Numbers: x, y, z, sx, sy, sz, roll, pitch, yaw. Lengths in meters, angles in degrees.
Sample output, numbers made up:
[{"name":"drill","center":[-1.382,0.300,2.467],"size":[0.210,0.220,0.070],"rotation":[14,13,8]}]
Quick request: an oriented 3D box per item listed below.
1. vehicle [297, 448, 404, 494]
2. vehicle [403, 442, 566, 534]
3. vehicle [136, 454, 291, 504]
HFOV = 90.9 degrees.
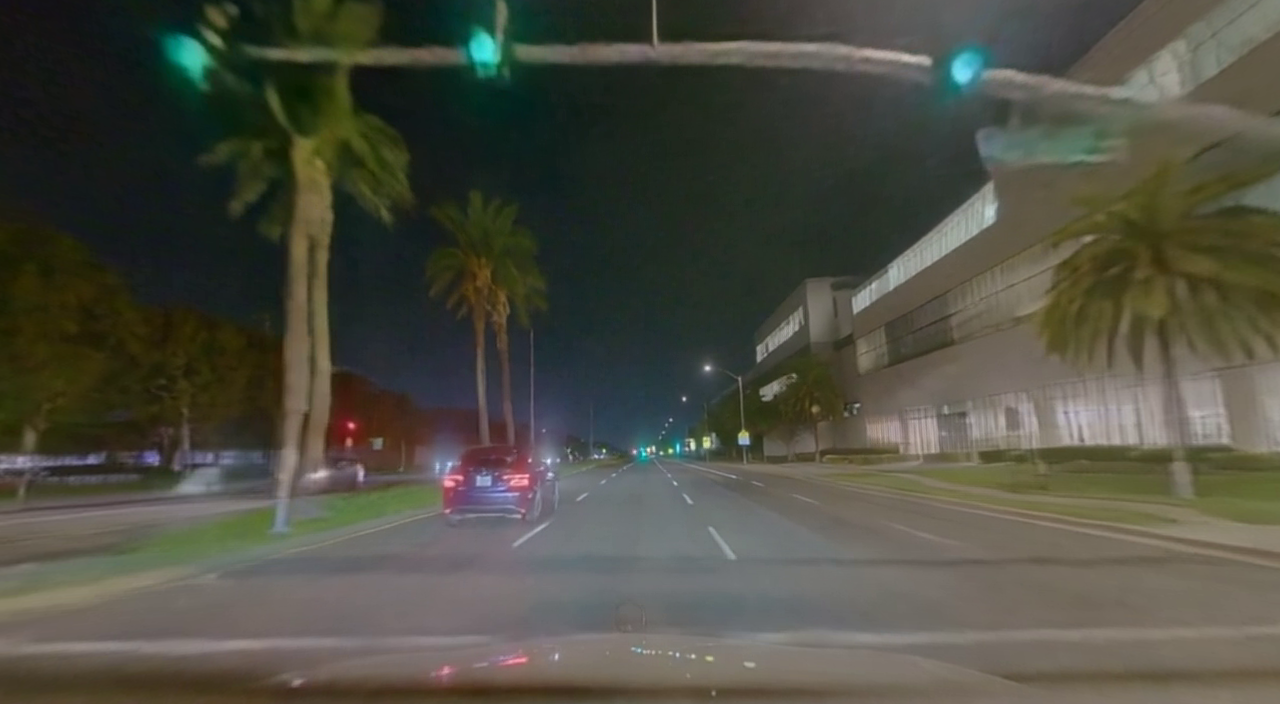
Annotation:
[{"name":"vehicle","center":[-11.277,4.623,24.916],"size":[2.134,1.623,4.279],"rotation":[0,-8,1]},{"name":"vehicle","center":[-2.956,2.699,13.273],"size":[2.162,1.549,4.795],"rotation":[0,-8,1]},{"name":"vehicle","center":[-14.636,4.362,22.065],"size":[2.064,1.475,4.681],"rotation":[0,-8,2]}]
